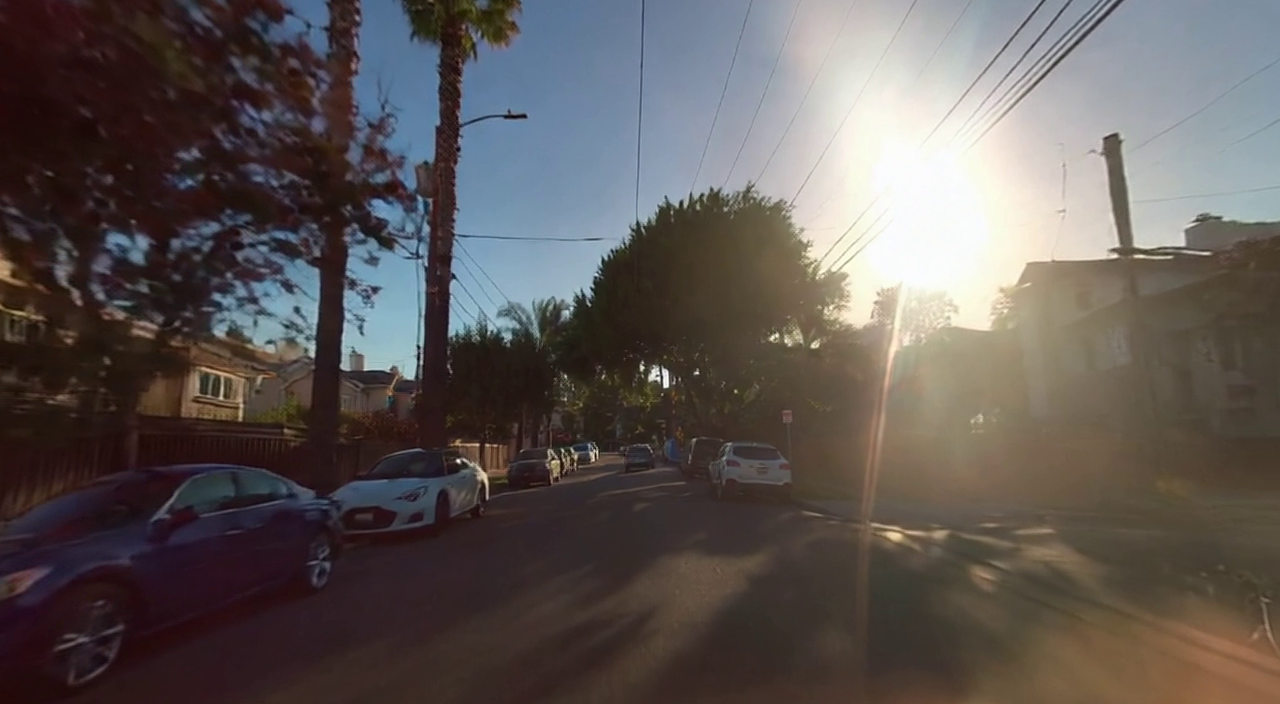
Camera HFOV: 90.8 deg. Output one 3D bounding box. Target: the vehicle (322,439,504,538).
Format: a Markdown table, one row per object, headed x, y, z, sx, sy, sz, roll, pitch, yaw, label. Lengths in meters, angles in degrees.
| x | y | z | sx | sy | sz | roll | pitch | yaw | label |
| --- | --- | --- | --- | --- | --- | --- | --- | --- | --- |
| -4.185 | 2.591 | 12.689 | 1.769 | 1.551 | 5.040 | -1 | -9 | 0 | vehicle |

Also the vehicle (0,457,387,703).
| x | y | z | sx | sy | sz | roll | pitch | yaw | label |
| --- | --- | --- | --- | --- | --- | --- | --- | --- | --- |
| -4.107 | 1.608 | 5.261 | 1.875 | 1.389 | 5.094 | -1 | -9 | 0 | vehicle |

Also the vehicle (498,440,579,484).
| x | y | z | sx | sy | sz | roll | pitch | yaw | label |
| --- | --- | --- | --- | --- | --- | --- | --- | --- | --- |
| -3.938 | 4.423 | 25.656 | 2.130 | 1.543 | 5.386 | -1 | -9 | 3 | vehicle |

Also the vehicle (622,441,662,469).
| x | y | z | sx | sy | sz | roll | pitch | yaw | label |
| --- | --- | --- | --- | --- | --- | --- | --- | --- | --- |
| 0.037 | 5.974 | 36.862 | 2.081 | 1.483 | 4.599 | 0 | -9 | -3 | vehicle |

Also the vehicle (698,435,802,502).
| x | y | z | sx | sy | sz | roll | pitch | yaw | label |
| --- | --- | --- | --- | --- | --- | --- | --- | --- | --- |
| 2.921 | 3.251 | 17.941 | 2.060 | 1.614 | 4.652 | 0 | -9 | -1 | vehicle |
